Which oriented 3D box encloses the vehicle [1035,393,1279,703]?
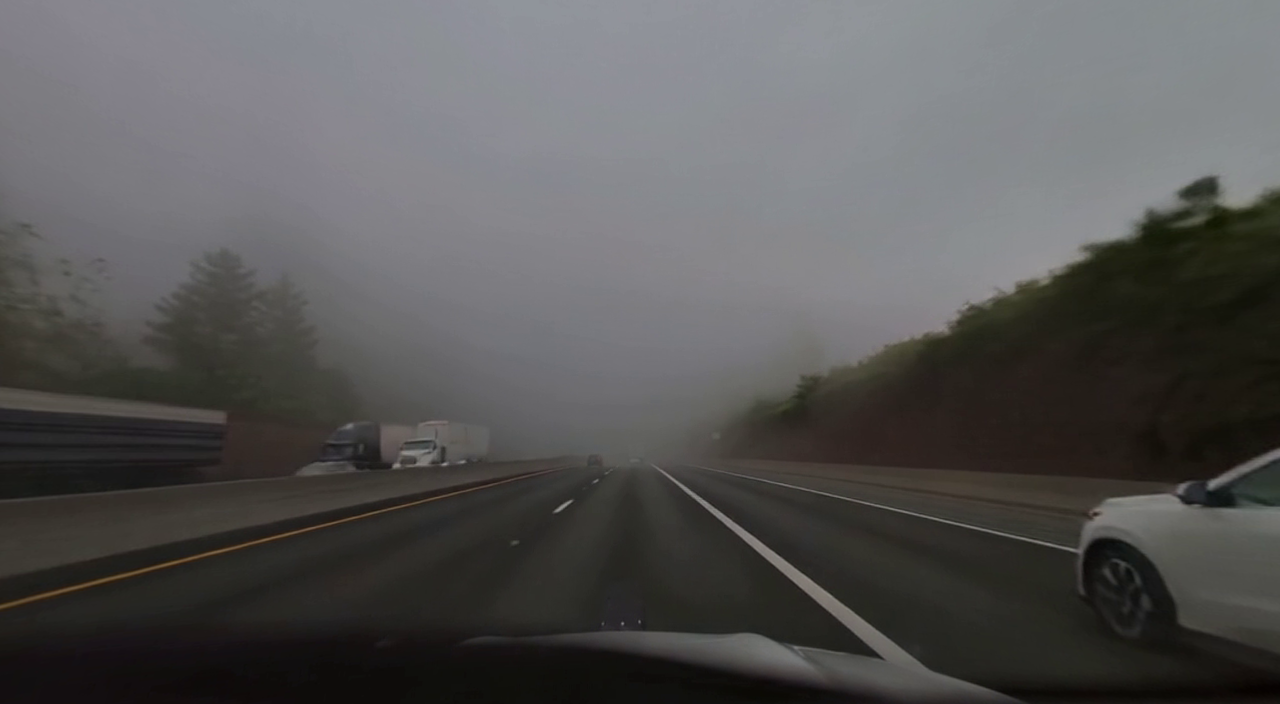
[{"bbox_3d":[3.844,0.852,2.202,2.053,1.504,4.386,0,-9,0],"label":"vehicle"}]

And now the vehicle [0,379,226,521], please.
[{"bbox_3d":[-20.485,3.387,21.704,2.928,4.170,14.022,0,-9,0],"label":"vehicle"}]

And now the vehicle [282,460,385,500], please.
[{"bbox_3d":[-11.841,4.950,24.676,1.930,1.372,3.971,0,-9,2],"label":"vehicle"}]

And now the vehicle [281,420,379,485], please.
[{"bbox_3d":[-19.981,6.527,41.185,3.025,3.867,6.475,0,-9,0],"label":"vehicle"}]

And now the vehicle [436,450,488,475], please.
[{"bbox_3d":[-11.271,7.020,40.217,1.910,1.506,4.487,0,-9,1],"label":"vehicle"}]
